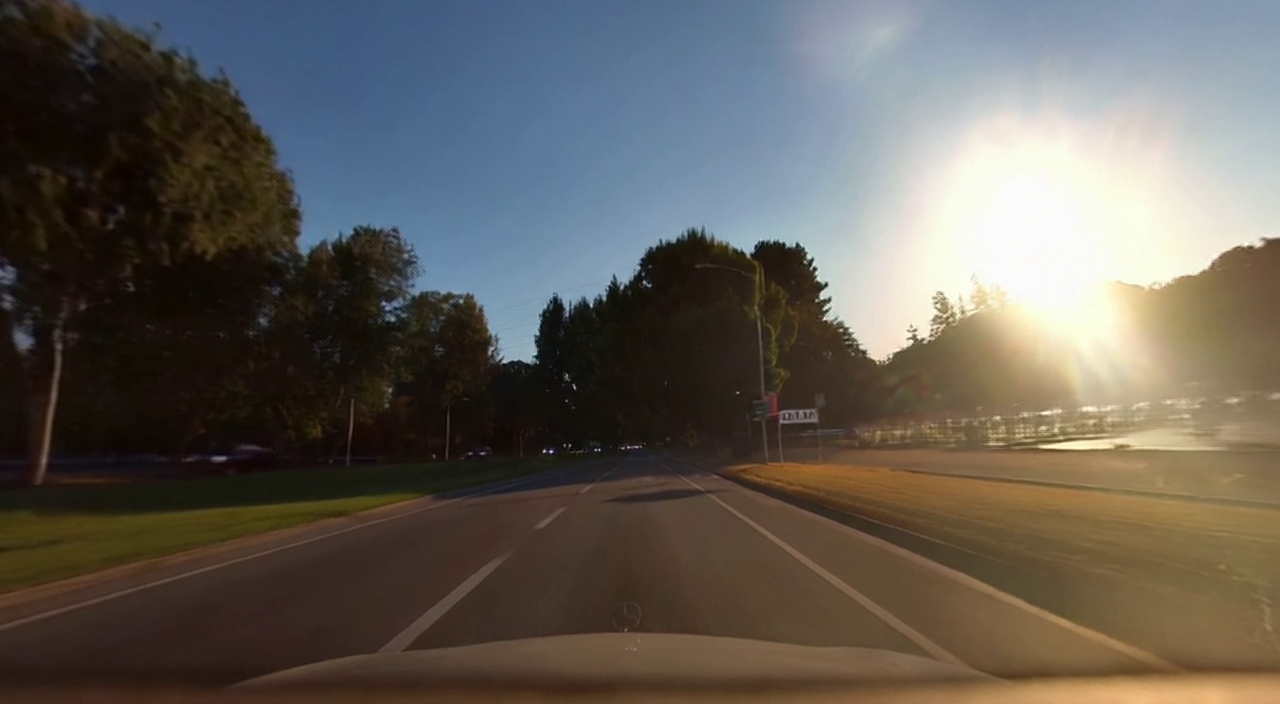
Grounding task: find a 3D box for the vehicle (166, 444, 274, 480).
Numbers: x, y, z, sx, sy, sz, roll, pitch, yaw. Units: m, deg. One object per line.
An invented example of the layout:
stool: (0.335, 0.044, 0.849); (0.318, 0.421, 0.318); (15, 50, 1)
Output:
vehicle: (-20.638, 5.399, 31.230); (1.966, 1.595, 4.802); (-1, -9, 1)
